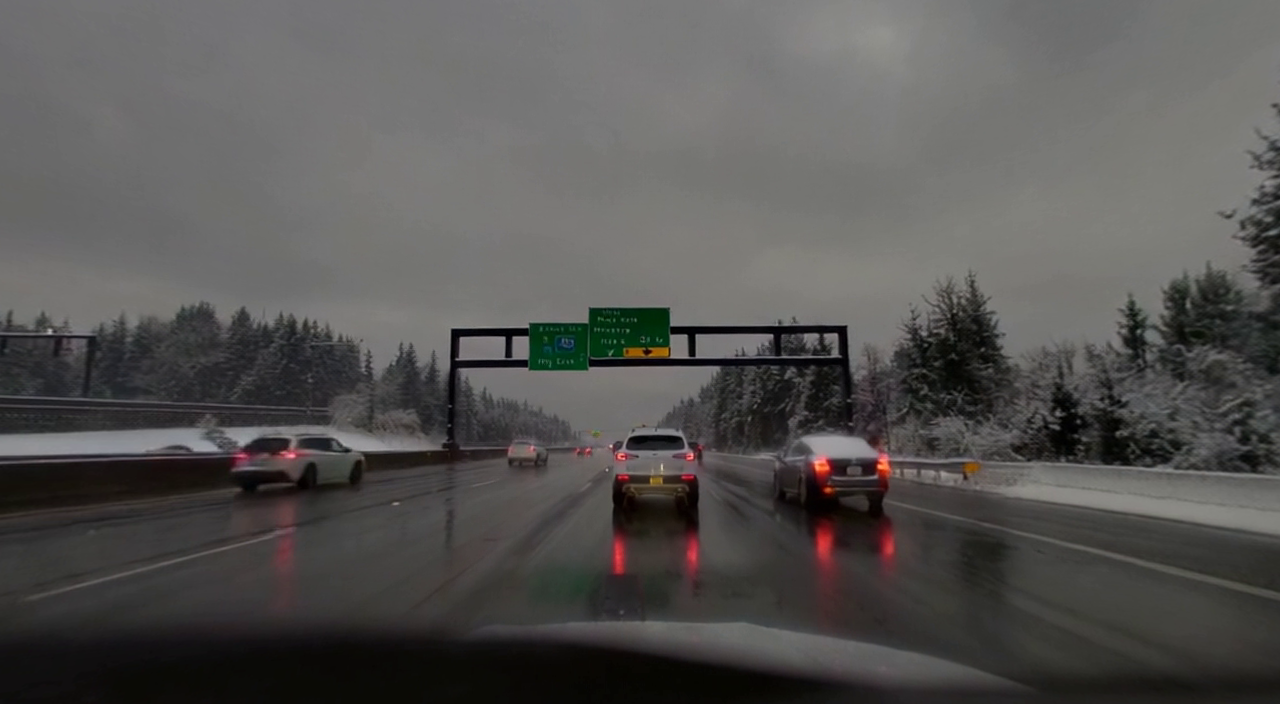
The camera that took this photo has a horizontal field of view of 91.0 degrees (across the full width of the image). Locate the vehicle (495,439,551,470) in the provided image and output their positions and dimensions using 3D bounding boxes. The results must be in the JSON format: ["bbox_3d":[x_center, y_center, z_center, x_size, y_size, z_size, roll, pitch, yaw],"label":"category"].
[{"bbox_3d":[-6.512,5.767,35.562,2.127,1.644,4.631,0,-9,1],"label":"vehicle"}]

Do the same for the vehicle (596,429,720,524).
[{"bbox_3d":[0.302,2.352,12.361,2.044,1.554,3.824,0,-9,0],"label":"vehicle"}]

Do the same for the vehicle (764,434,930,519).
[{"bbox_3d":[4.185,2.597,13.706,2.002,1.499,4.710,0,-9,0],"label":"vehicle"}]

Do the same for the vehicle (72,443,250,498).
[{"bbox_3d":[-14.377,3.551,19.313,1.961,1.483,4.353,0,-9,1],"label":"vehicle"}]

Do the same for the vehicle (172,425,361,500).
[{"bbox_3d":[-10.307,3.102,18.027,2.213,1.824,4.990,0,-9,2],"label":"vehicle"}]
